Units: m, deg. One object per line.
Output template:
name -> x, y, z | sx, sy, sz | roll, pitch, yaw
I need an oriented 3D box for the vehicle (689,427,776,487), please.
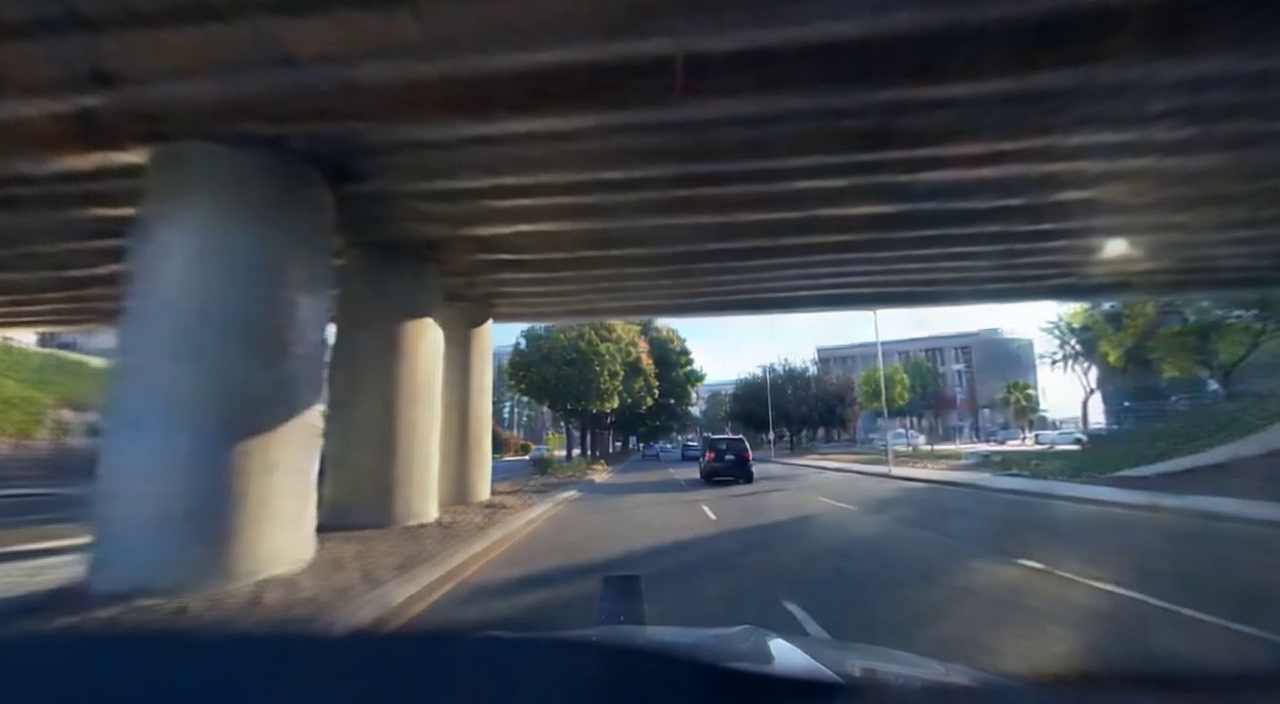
vehicle -> 3.316, 3.952, 24.065 | 2.559, 2.017, 5.562 | 0, -9, 1
